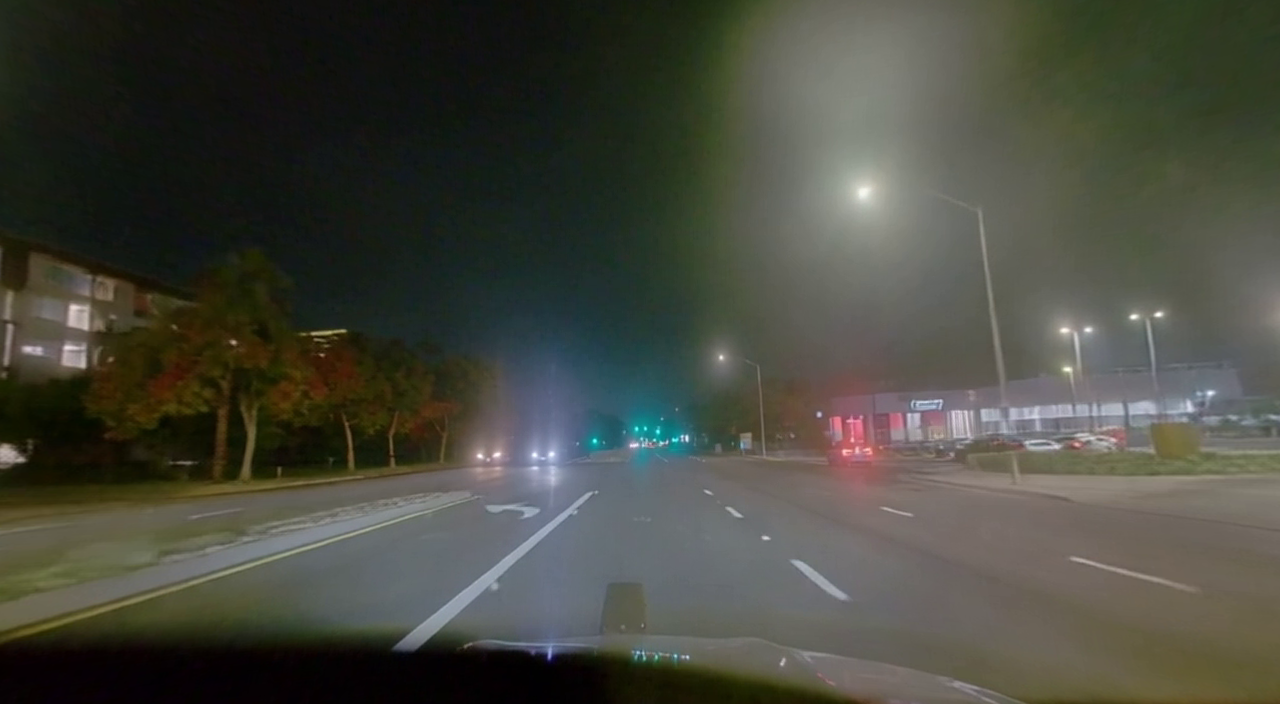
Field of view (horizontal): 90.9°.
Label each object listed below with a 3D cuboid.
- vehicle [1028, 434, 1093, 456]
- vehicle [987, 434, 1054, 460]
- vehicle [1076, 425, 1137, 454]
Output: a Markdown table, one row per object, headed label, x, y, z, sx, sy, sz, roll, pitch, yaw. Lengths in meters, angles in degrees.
| label | x | y | z | sx | sy | sz | roll | pitch | yaw |
| --- | --- | --- | --- | --- | --- | --- | --- | --- | --- |
| vehicle | 29.659 | 6.571 | 44.413 | 4.702 | 1.464 | 1.807 | 5 | -10 | -30 |
| vehicle | 25.068 | 6.255 | 41.468 | 4.512 | 1.648 | 1.938 | 6 | -10 | -34 |
| vehicle | 36.759 | 6.897 | 49.574 | 5.504 | 1.957 | 2.290 | 3 | -10 | -39 |
